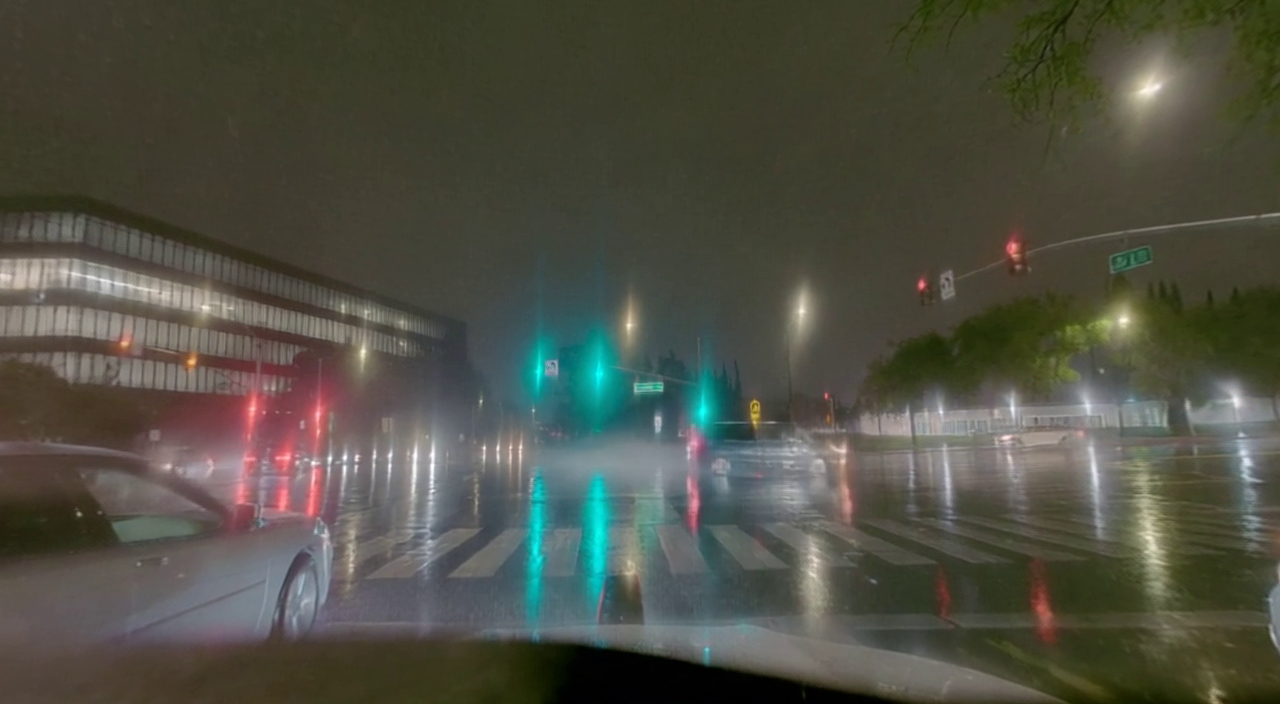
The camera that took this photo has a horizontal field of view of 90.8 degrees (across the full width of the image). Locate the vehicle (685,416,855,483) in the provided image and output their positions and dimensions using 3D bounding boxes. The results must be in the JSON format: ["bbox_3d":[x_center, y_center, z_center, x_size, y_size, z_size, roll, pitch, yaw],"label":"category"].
[{"bbox_3d":[4.064,3.062,19.935,4.778,1.871,2.109,-5,-10,28],"label":"vehicle"}]

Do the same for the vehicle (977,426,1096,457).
[{"bbox_3d":[19.875,4.510,31.791,4.660,1.495,2.007,0,-8,-2],"label":"vehicle"}]

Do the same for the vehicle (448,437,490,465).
[{"bbox_3d":[-12.804,7.413,47.520,2.051,1.715,4.346,-3,-6,-2],"label":"vehicle"}]

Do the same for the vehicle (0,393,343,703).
[{"bbox_3d":[-3.067,0.894,2.144,1.919,1.478,4.720,0,-8,-1],"label":"vehicle"}]

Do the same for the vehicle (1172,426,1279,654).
[{"bbox_3d":[4.931,0.980,2.518,1.949,1.449,4.530,-1,-8,5],"label":"vehicle"}]
